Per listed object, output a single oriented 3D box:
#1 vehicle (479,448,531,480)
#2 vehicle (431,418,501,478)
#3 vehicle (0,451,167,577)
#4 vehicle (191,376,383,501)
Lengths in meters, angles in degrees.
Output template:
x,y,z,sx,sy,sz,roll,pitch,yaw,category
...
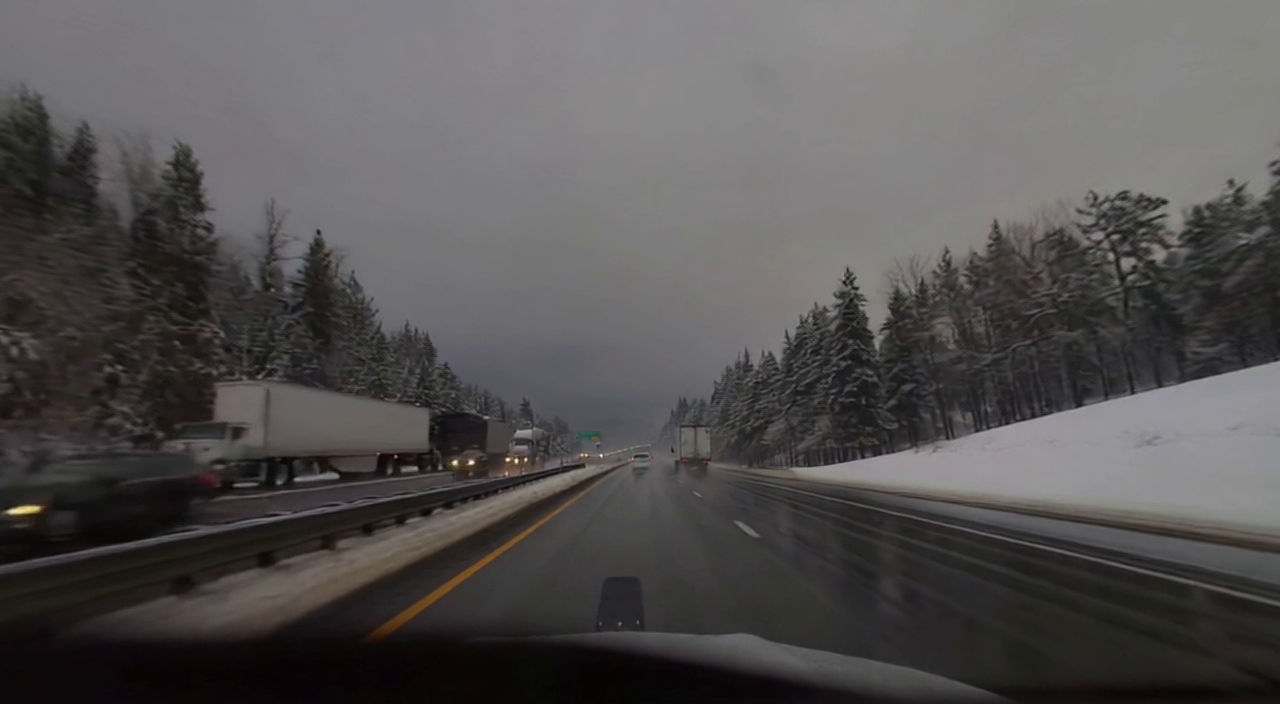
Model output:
x,y,z,sx,sy,sz,roll,pitch,yaw,category
-8.609,7.174,40.693,2.153,1.897,5.058,0,-9,1,vehicle
-12.310,6.856,45.265,3.159,3.955,6.511,0,-9,0,vehicle
-8.560,2.037,8.144,1.844,1.467,3.930,0,-9,0,vehicle
-12.545,3.236,23.380,3.048,3.943,6.642,0,-9,0,vehicle
